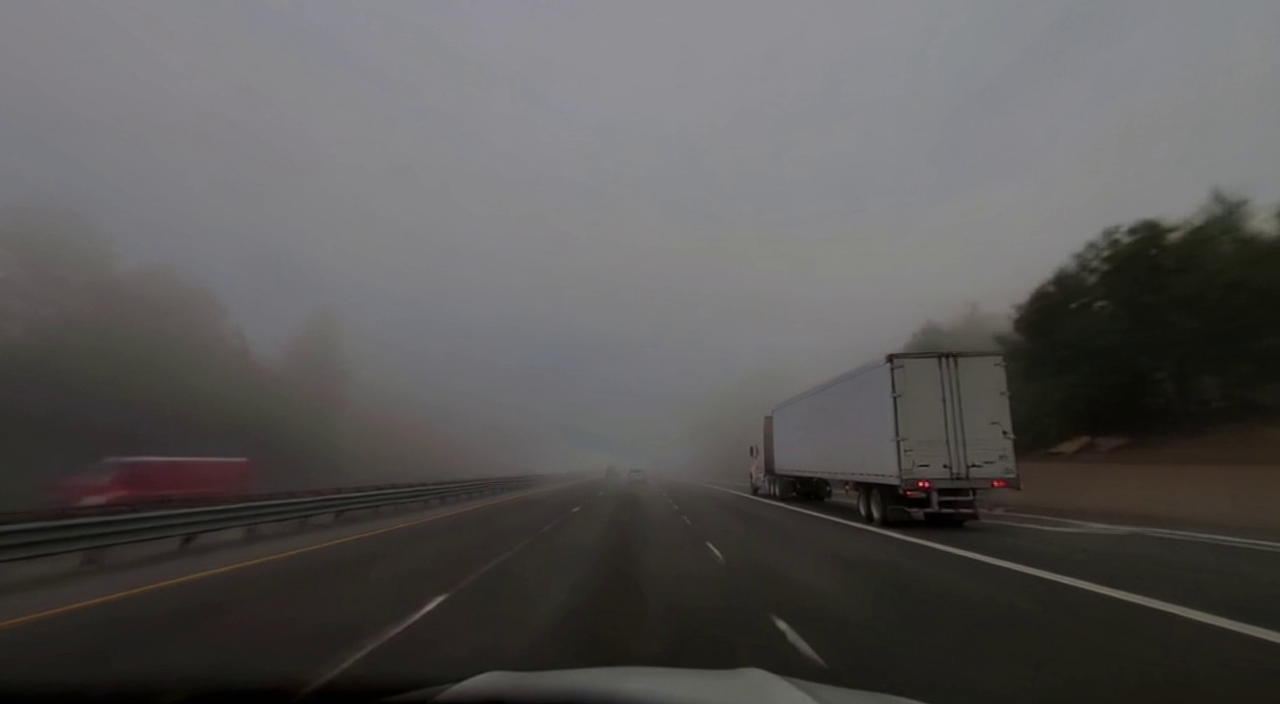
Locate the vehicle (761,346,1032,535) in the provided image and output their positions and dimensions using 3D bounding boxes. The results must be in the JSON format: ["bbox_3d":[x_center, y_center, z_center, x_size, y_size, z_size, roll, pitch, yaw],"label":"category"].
[{"bbox_3d":[6.860,3.147,20.608,2.926,4.073,13.836,1,-10,0],"label":"vehicle"}]

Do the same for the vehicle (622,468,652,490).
[{"bbox_3d":[-0.241,8.933,44.524,2.029,1.459,3.684,1,-10,-1],"label":"vehicle"}]
